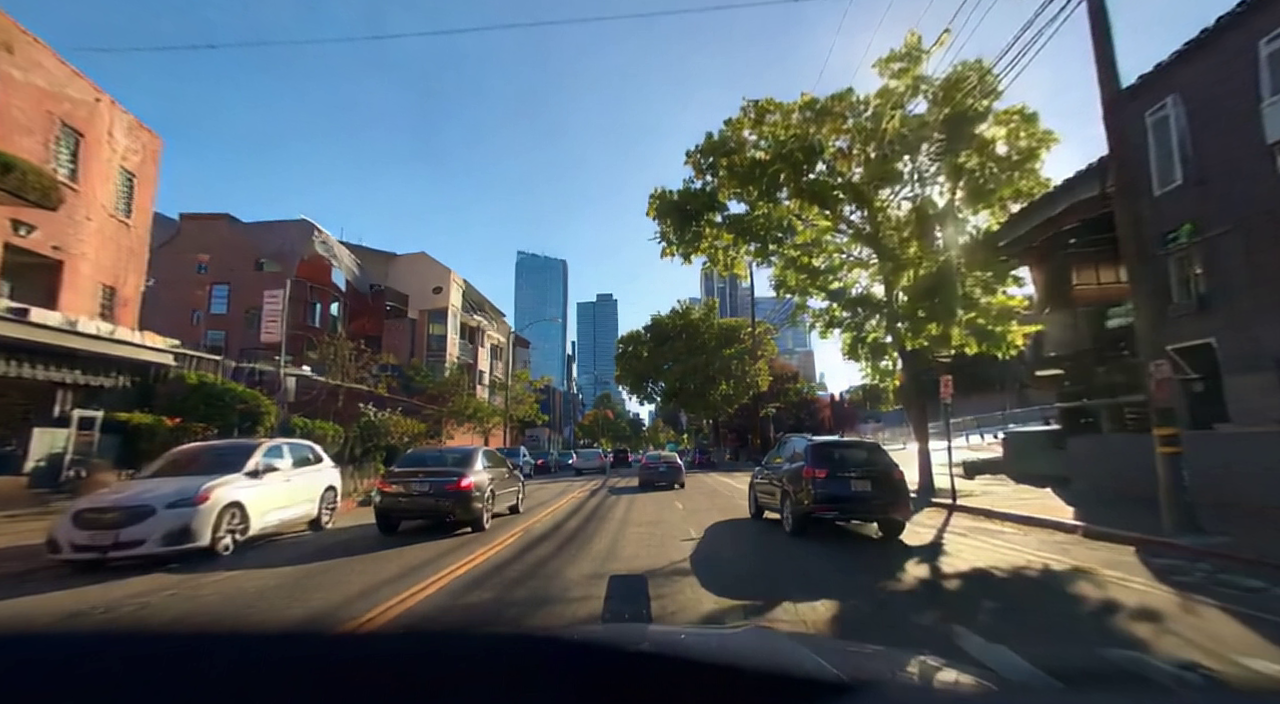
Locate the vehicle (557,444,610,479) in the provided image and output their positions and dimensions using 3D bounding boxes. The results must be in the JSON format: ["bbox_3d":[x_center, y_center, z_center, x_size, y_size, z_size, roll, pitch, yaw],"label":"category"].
[{"bbox_3d":[-2.698,5.316,30.992,2.019,1.507,4.643,-1,-7,2],"label":"vehicle"}]

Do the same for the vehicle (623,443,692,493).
[{"bbox_3d":[0.569,3.904,21.734,2.139,1.466,4.373,0,-7,0],"label":"vehicle"}]

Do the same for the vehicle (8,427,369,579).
[{"bbox_3d":[-6.175,2.029,9.497,2.093,1.724,4.333,-1,-7,2],"label":"vehicle"}]

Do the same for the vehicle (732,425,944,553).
[{"bbox_3d":[3.025,2.152,10.825,2.094,1.709,4.394,0,-7,-1],"label":"vehicle"}]

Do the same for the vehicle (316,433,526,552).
[{"bbox_3d":[-3.402,2.205,10.753,2.085,1.619,3.976,0,-7,1],"label":"vehicle"}]
